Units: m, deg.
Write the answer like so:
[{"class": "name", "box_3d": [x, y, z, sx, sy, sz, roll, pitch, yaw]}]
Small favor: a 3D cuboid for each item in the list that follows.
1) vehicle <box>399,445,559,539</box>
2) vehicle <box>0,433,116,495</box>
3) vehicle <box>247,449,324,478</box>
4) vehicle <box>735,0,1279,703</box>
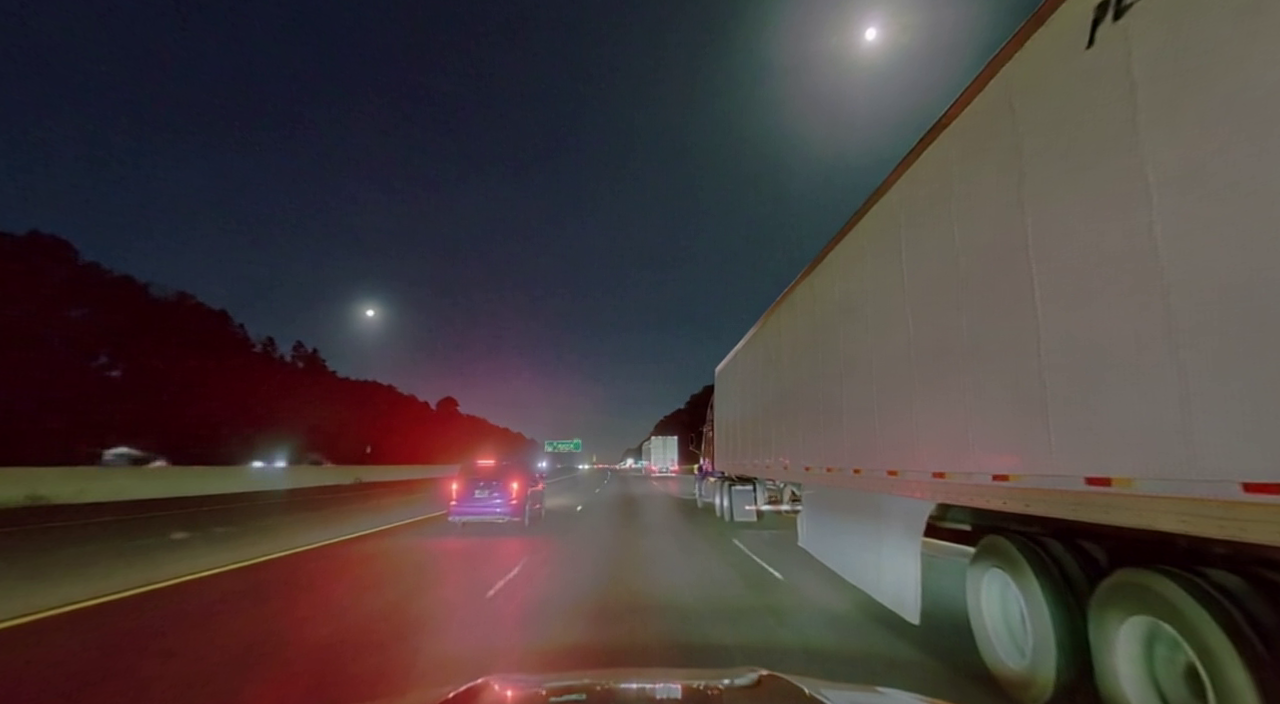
[{"class": "vehicle", "box_3d": [-3.115, 2.891, 13.460, 2.010, 1.580, 4.949, 1, -10, 1]}, {"class": "vehicle", "box_3d": [-16.108, 2.888, 16.299, 1.760, 1.457, 3.788, 1, -10, -1]}, {"class": "vehicle", "box_3d": [-20.266, 6.447, 36.295, 1.872, 1.487, 4.511, 1, -10, -2]}, {"class": "vehicle", "box_3d": [3.726, 0.727, 7.663, 2.856, 4.040, 14.009, 1, -10, -1]}]
